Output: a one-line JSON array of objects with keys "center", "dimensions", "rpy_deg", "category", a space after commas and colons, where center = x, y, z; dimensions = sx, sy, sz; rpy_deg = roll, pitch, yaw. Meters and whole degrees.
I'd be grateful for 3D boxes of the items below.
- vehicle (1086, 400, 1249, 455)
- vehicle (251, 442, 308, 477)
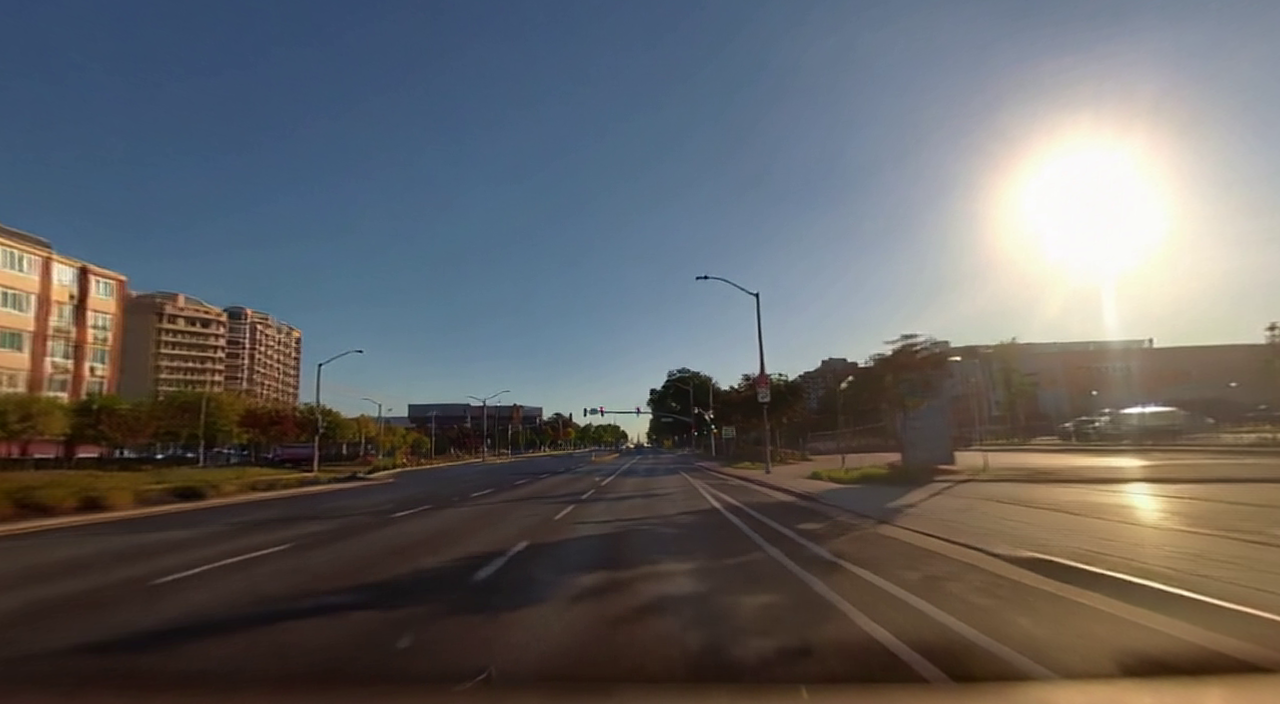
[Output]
[{"center": [38.006, 5.328, 45.382], "dimensions": [12.668, 3.508, 3.144], "rpy_deg": [1, -8, -22], "category": "vehicle"}, {"center": [-27.375, 8.131, 48.098], "dimensions": [2.249, 2.488, 3.048], "rpy_deg": [-3, -8, 8], "category": "vehicle"}]
